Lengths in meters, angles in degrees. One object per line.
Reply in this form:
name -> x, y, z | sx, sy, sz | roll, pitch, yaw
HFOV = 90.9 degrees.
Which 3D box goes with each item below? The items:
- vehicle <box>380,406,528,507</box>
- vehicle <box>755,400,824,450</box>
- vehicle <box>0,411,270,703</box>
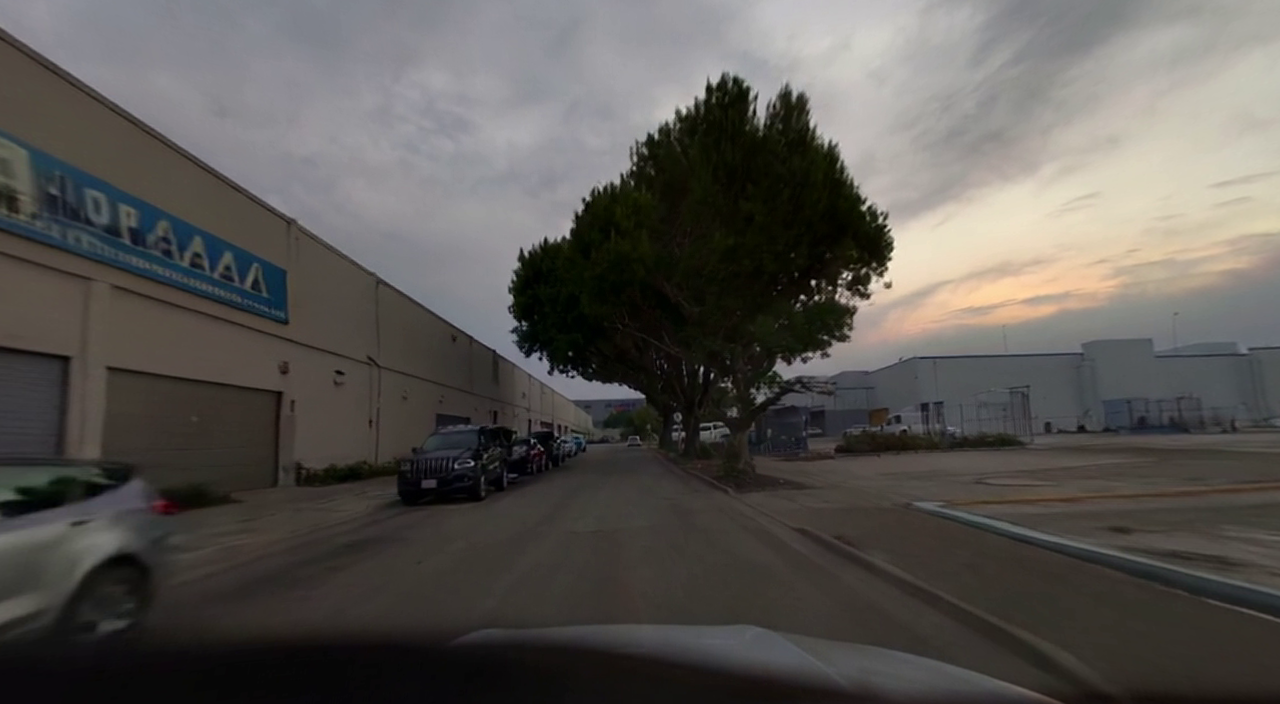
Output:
vehicle -> -4.170, 2.494, 15.065 | 2.161, 1.843, 5.181 | -3, -9, -3
vehicle -> 10.117, 5.090, 43.497 | 2.622, 3.108, 7.053 | 0, -8, -3
vehicle -> -4.122, 1.124, 3.115 | 2.040, 1.501, 4.440 | -4, -9, -2
